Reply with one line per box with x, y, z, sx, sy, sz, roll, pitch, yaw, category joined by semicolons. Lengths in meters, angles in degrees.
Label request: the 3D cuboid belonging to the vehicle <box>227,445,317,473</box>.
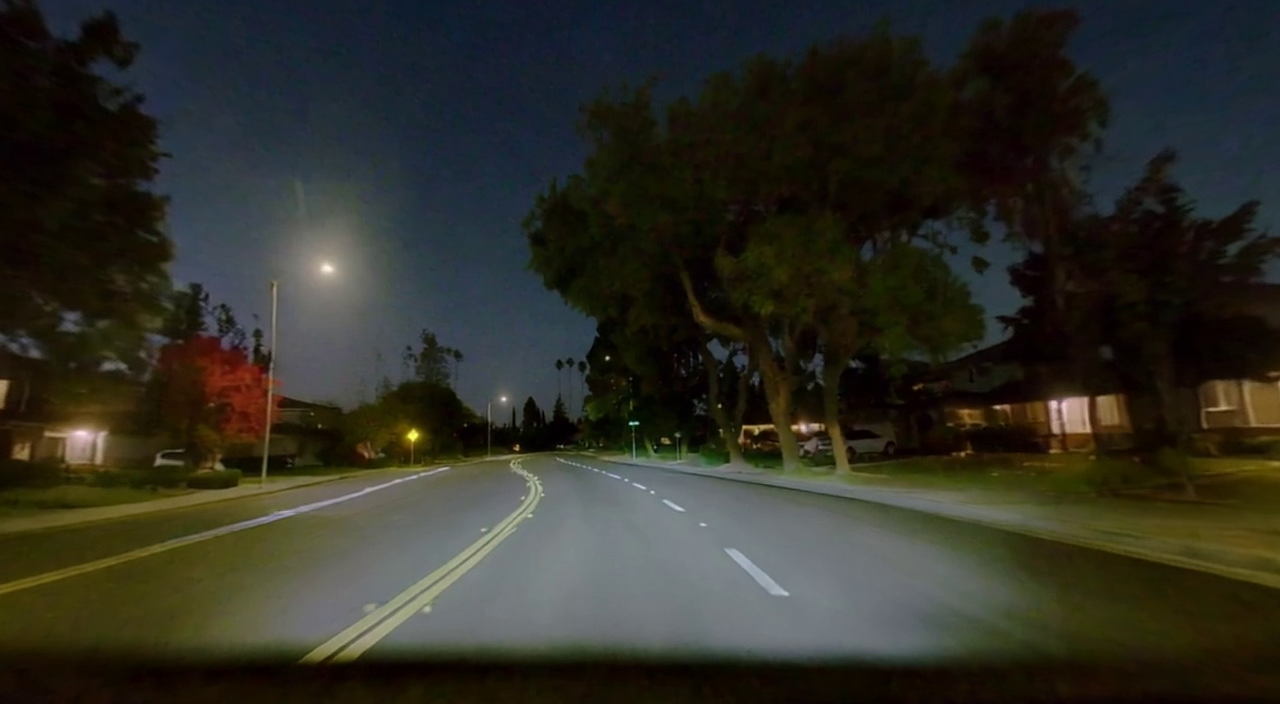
-25.592;7.465;44.056;4.879;1.854;2.265;2;-9;-15;vehicle

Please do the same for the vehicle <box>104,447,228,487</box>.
-21.619;5.224;28.914;3.899;1.729;2.064;1;-8;-9;vehicle

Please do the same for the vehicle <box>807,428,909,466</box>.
11.669;5.122;34.041;4.693;1.764;2.265;-3;-8;6;vehicle
